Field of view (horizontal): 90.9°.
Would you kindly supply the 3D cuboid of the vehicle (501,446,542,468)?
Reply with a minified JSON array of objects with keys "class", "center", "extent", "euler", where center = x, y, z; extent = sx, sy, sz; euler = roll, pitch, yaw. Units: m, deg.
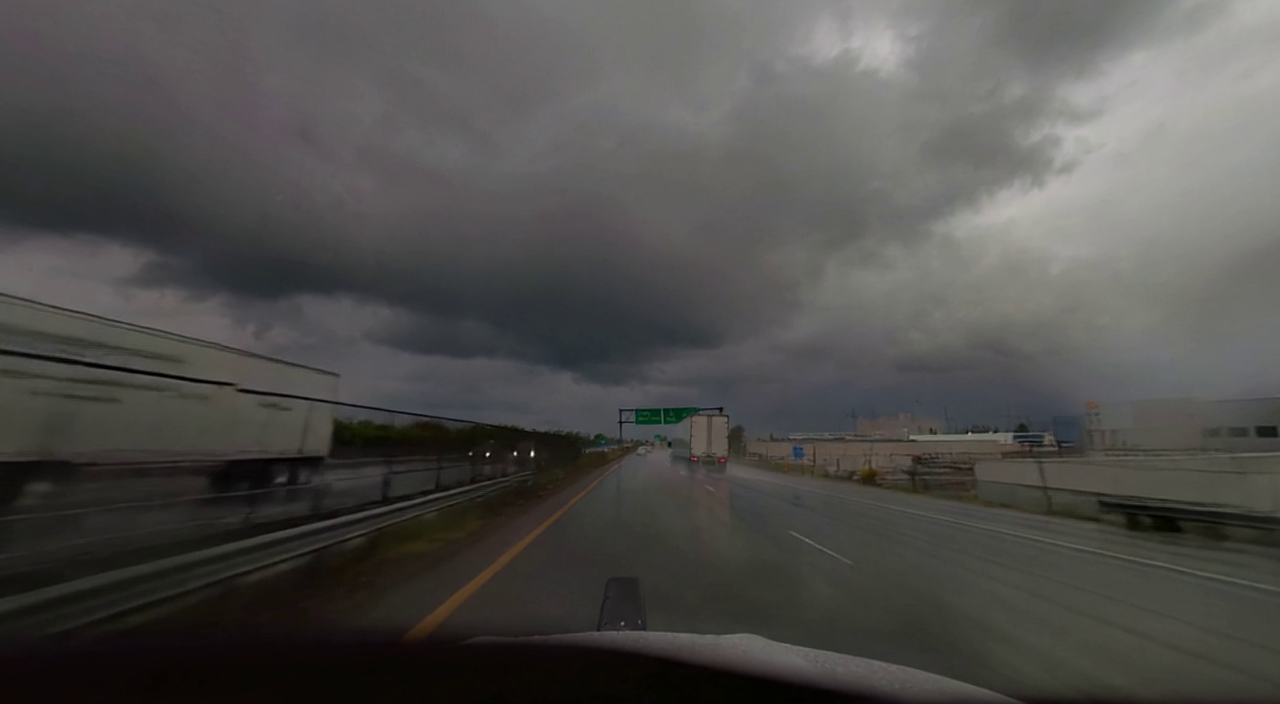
[{"class":"vehicle","center":[-8.896,7.935,47.651],"extent":[2.213,1.567,4.564],"euler":[0,-9,1]}]

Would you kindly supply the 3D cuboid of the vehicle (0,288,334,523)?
[{"class":"vehicle","center":[-12.656,1.612,15.476],"extent":[2.951,4.056,14.865],"euler":[0,-9,0]}]

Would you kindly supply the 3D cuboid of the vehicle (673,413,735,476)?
[{"class":"vehicle","center":[4.523,7.052,48.109],"extent":[3.038,4.047,13.741],"euler":[0,-8,-1]}]

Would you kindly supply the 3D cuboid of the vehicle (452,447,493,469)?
[{"class":"vehicle","center":[-12.568,7.972,47.601],"extent":[1.909,1.583,4.285],"euler":[0,-9,0]}]
